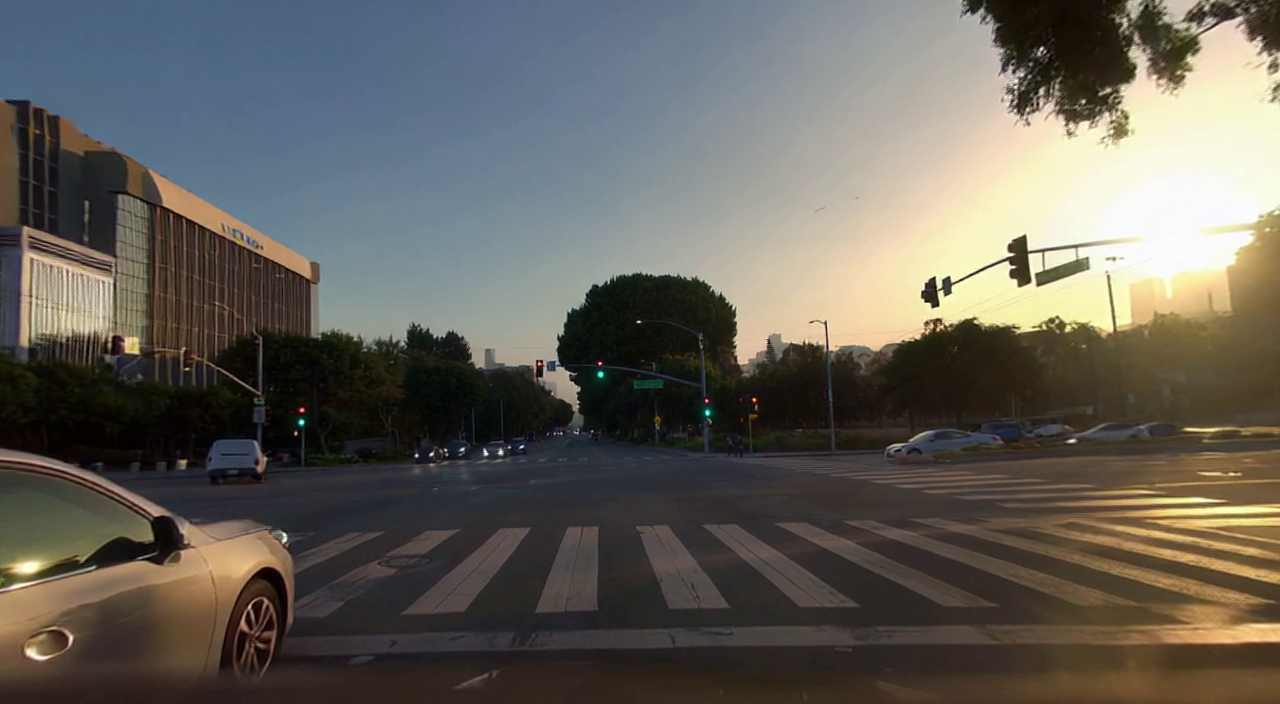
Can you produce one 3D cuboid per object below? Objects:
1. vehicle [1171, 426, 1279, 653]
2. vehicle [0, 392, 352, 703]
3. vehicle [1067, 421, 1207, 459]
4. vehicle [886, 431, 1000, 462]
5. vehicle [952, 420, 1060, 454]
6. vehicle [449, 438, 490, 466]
[{"bbox_3d":[4.962,0.988,2.561,1.949,1.449,4.530,-1,-8,5],"label":"vehicle"},{"bbox_3d":[-3.070,0.916,2.300,1.919,1.478,4.720,0,-8,-1],"label":"vehicle"},{"bbox_3d":[20.254,3.608,25.860,4.181,1.483,1.831,0,-8,-3],"label":"vehicle"},{"bbox_3d":[15.073,4.726,31.597,4.660,1.495,2.007,0,-8,-2],"label":"vehicle"},{"bbox_3d":[20.147,4.711,34.934,4.611,1.797,2.096,0,-8,-2],"label":"vehicle"},{"bbox_3d":[-12.809,7.481,47.594,2.051,1.715,4.346,-2,-6,-2],"label":"vehicle"}]
